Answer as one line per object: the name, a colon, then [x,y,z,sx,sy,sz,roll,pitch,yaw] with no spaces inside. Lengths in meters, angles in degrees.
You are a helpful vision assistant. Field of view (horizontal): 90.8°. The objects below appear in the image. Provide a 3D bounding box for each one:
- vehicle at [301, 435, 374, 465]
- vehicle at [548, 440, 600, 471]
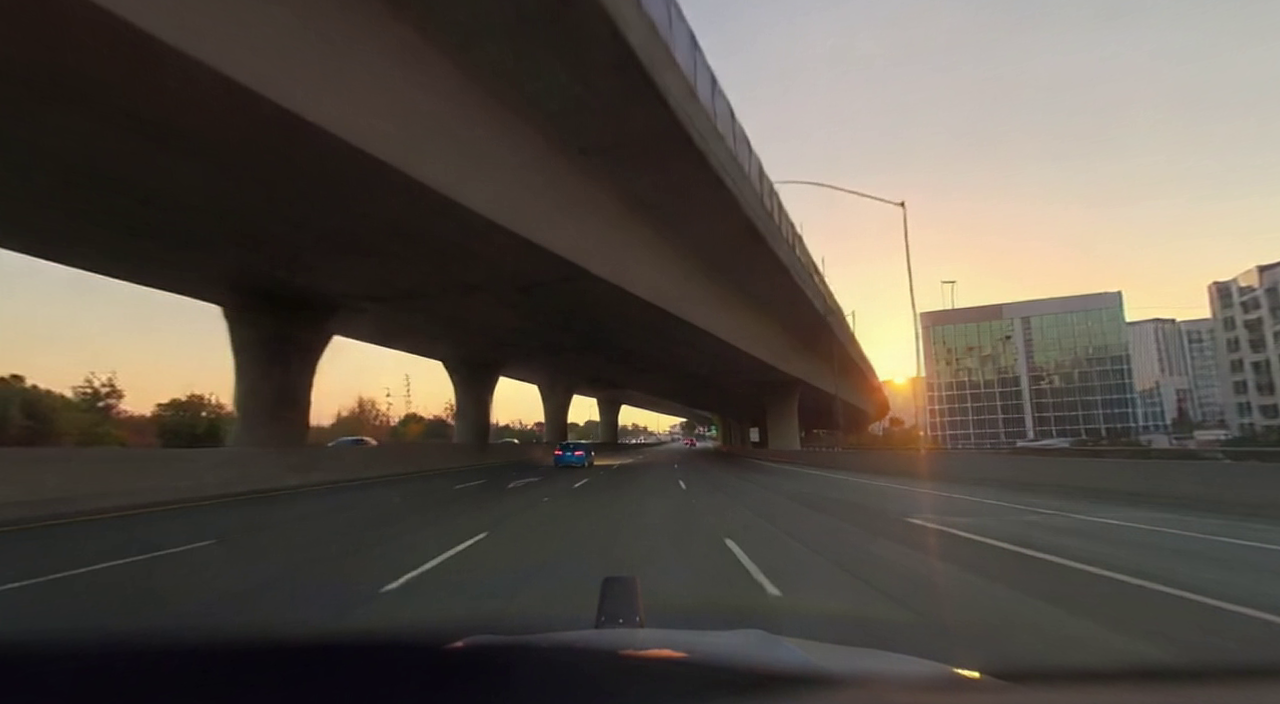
vehicle: [-19.424,6.335,40.903,2.062,1.795,4.950,-1,-8,3]
vehicle: [-3.491,5.578,34.318,2.087,1.566,4.756,-1,-8,3]
